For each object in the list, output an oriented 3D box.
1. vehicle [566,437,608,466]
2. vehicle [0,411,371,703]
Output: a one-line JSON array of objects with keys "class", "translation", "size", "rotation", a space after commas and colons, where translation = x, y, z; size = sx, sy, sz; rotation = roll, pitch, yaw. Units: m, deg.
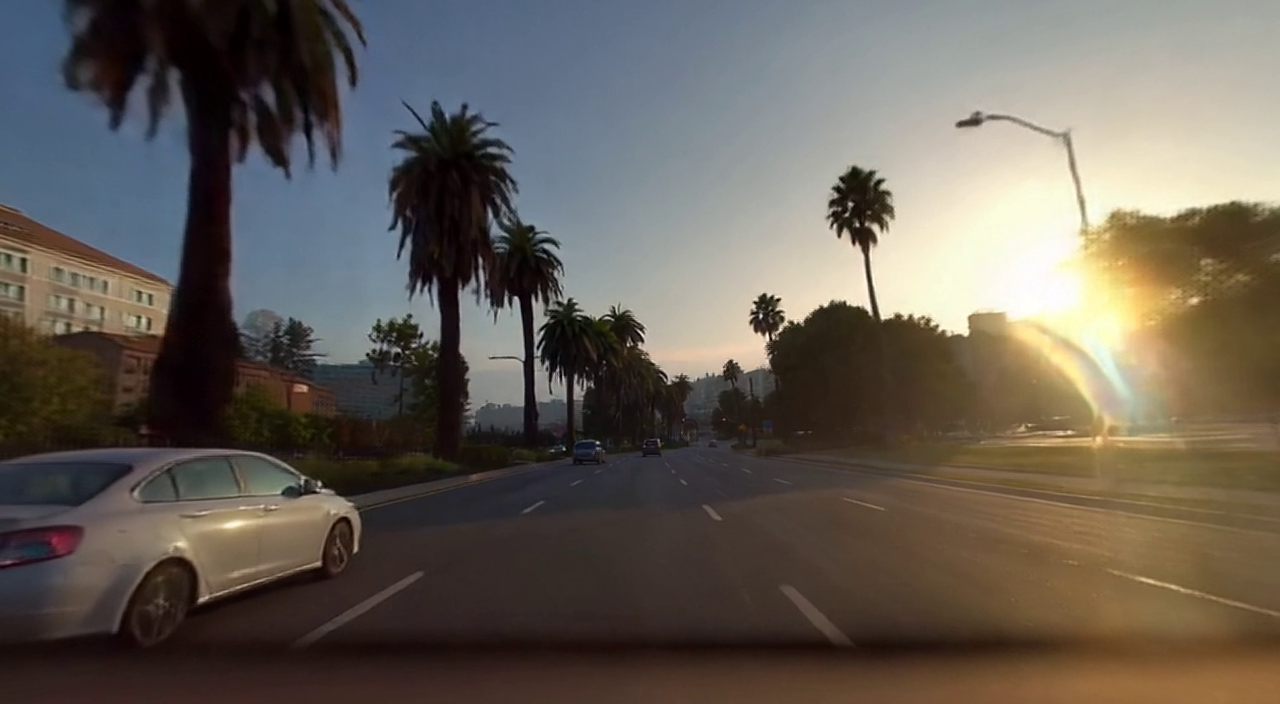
[{"class": "vehicle", "translation": [-3.462, 6.640, 42.080], "size": [2.188, 1.819, 4.667], "rotation": [-1, -8, 3]}, {"class": "vehicle", "translation": [-3.802, 1.190, 3.986], "size": [2.036, 1.478, 4.771], "rotation": [0, -8, 0]}]
